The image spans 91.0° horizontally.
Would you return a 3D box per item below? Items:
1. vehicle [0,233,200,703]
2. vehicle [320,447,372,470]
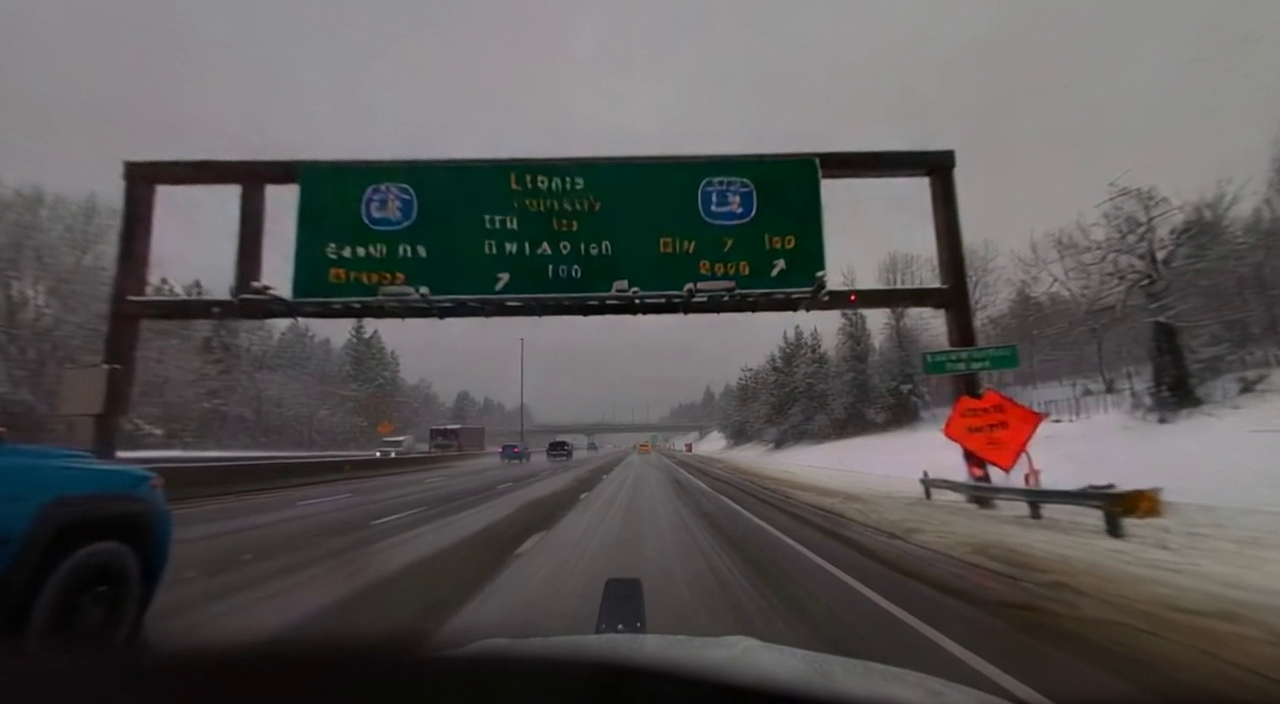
[{"bbox_3d":[-3.482,0.271,0.139,2.366,1.998,6.033,0,-9,0],"label":"vehicle"},{"bbox_3d":[-19.275,6.989,41.497,1.611,1.444,3.667,0,-9,1],"label":"vehicle"}]
